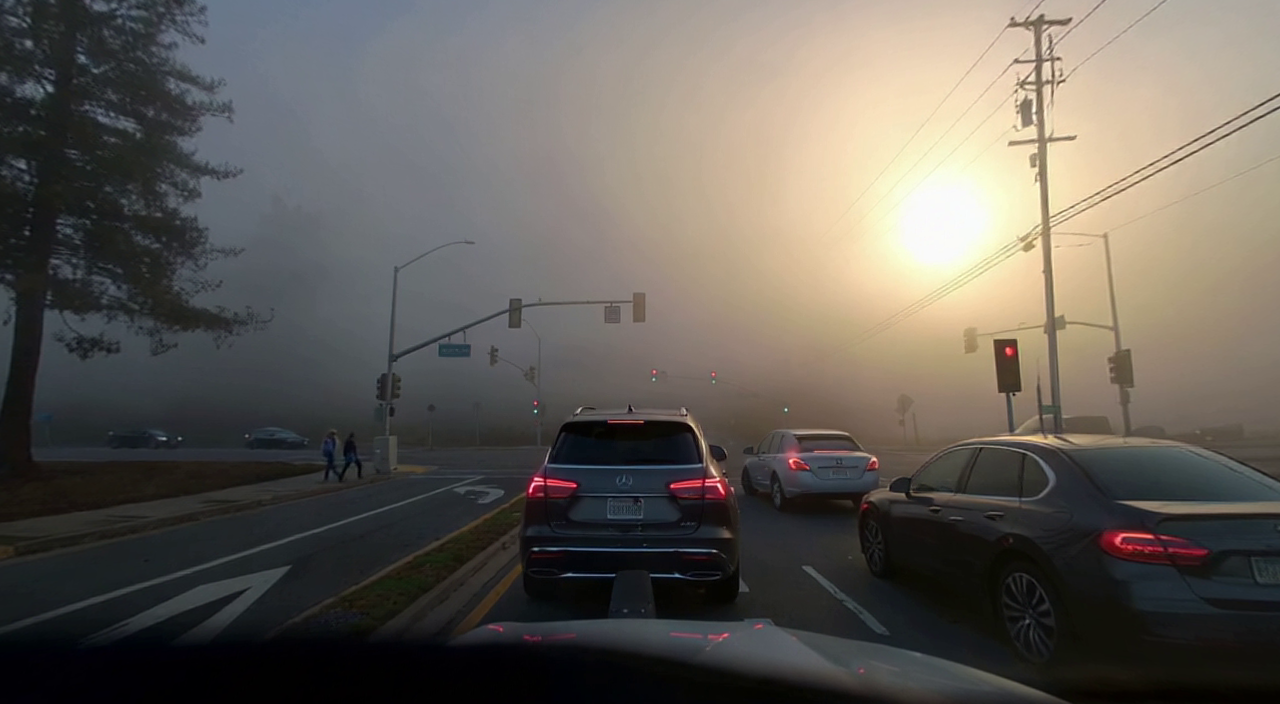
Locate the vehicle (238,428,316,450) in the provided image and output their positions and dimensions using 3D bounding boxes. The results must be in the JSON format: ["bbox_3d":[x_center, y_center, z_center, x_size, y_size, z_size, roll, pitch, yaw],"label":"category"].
[{"bbox_3d":[-27.127,6.527,47.209,4.587,1.639,1.878,0,-8,1],"label":"vehicle"}]

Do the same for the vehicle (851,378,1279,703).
[{"bbox_3d":[3.561,1.298,5.557,1.948,1.677,4.437,0,-8,1],"label":"vehicle"}]

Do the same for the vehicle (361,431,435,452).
[{"bbox_3d":[-17.754,6.562,46.367,4.607,1.478,1.995,0,-8,0],"label":"vehicle"}]

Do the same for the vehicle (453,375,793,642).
[{"bbox_3d":[-0.159,1.368,6.536,2.271,1.786,4.443,0,-8,-1],"label":"vehicle"}]
